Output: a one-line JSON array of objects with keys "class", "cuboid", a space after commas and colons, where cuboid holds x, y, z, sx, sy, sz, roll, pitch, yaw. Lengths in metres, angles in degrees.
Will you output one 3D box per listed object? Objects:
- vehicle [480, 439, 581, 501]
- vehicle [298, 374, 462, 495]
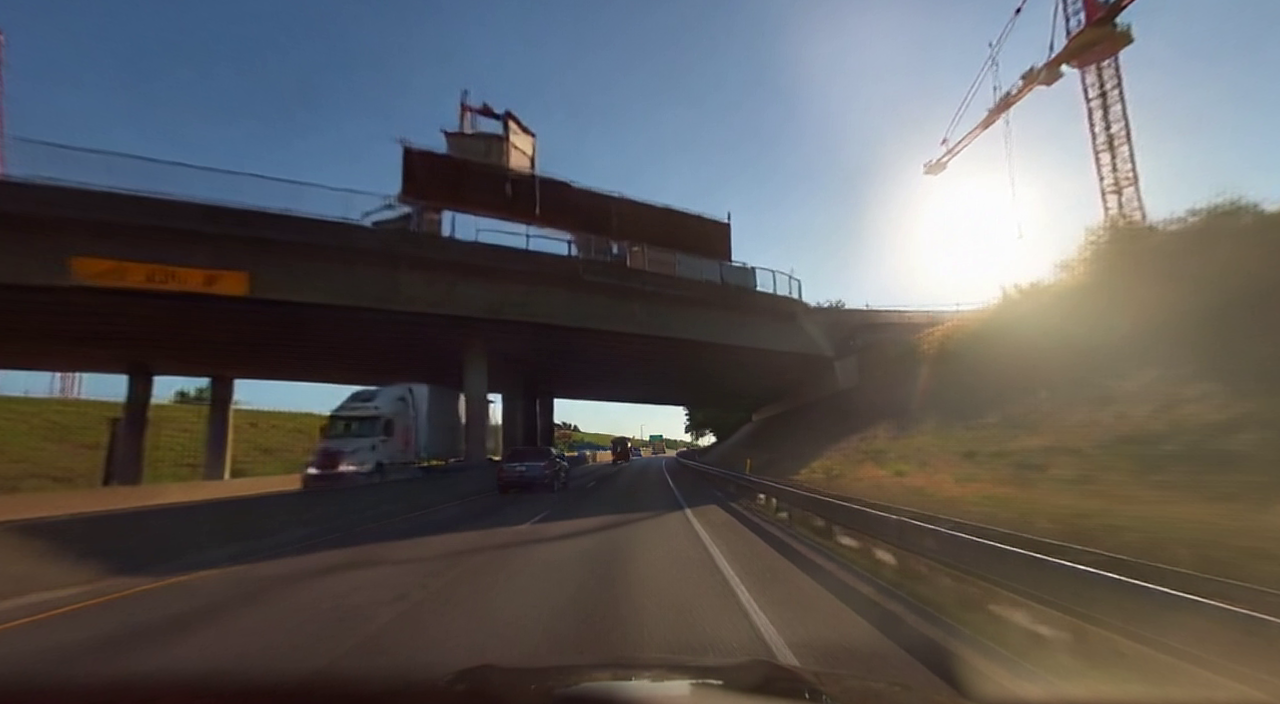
[{"class": "vehicle", "cuboid": [-3.144, 3.510, 19.027, 2.194, 1.648, 3.984, 0, -9, 2]}, {"class": "vehicle", "cuboid": [-9.411, 3.159, 23.742, 3.436, 3.972, 5.728, -1, -9, 2]}]
